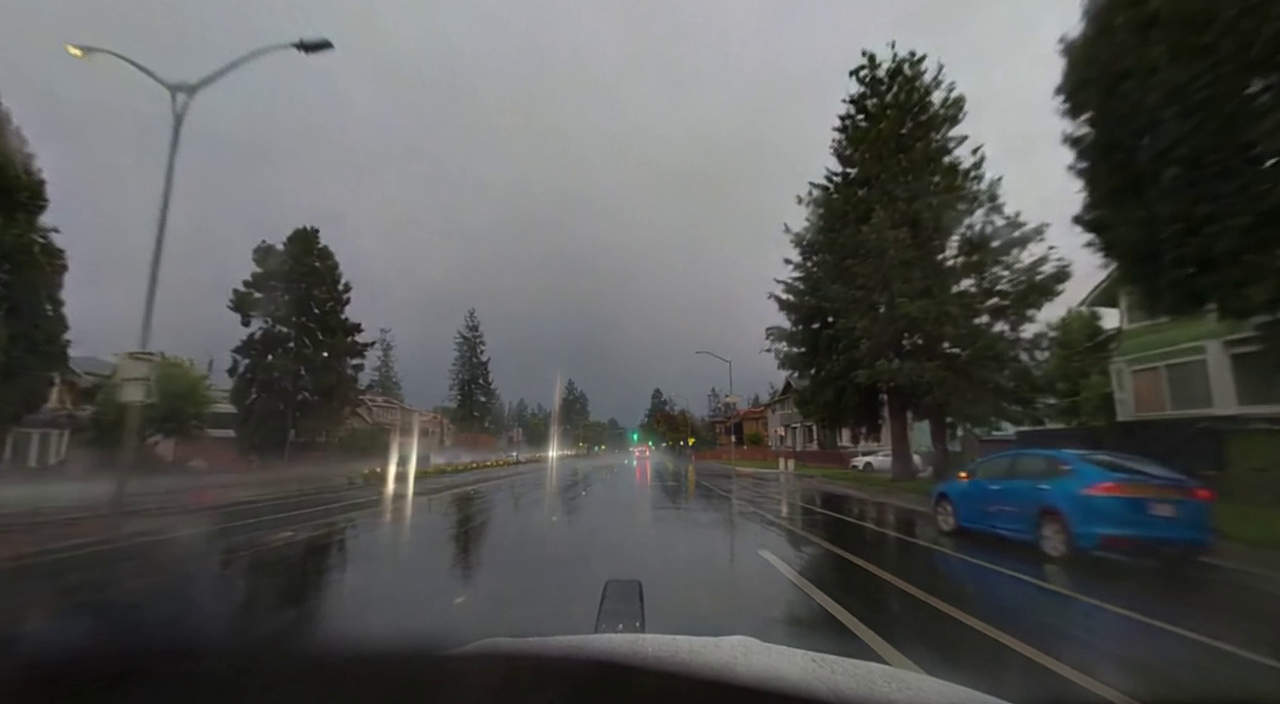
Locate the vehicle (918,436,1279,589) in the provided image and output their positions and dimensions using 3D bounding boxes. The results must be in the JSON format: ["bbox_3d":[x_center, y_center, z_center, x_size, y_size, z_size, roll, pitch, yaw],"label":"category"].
[{"bbox_3d":[5.909,1.956,8.689,2.041,1.519,4.481,0,-8,-1],"label":"vehicle"}]

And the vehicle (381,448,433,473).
[{"bbox_3d":[-16.400,7.616,44.753,1.912,1.651,4.574,0,-9,0],"label":"vehicle"}]

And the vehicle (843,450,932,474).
[{"bbox_3d":[15.907,7.110,40.768,4.913,1.470,2.045,0,-8,1],"label":"vehicle"}]
